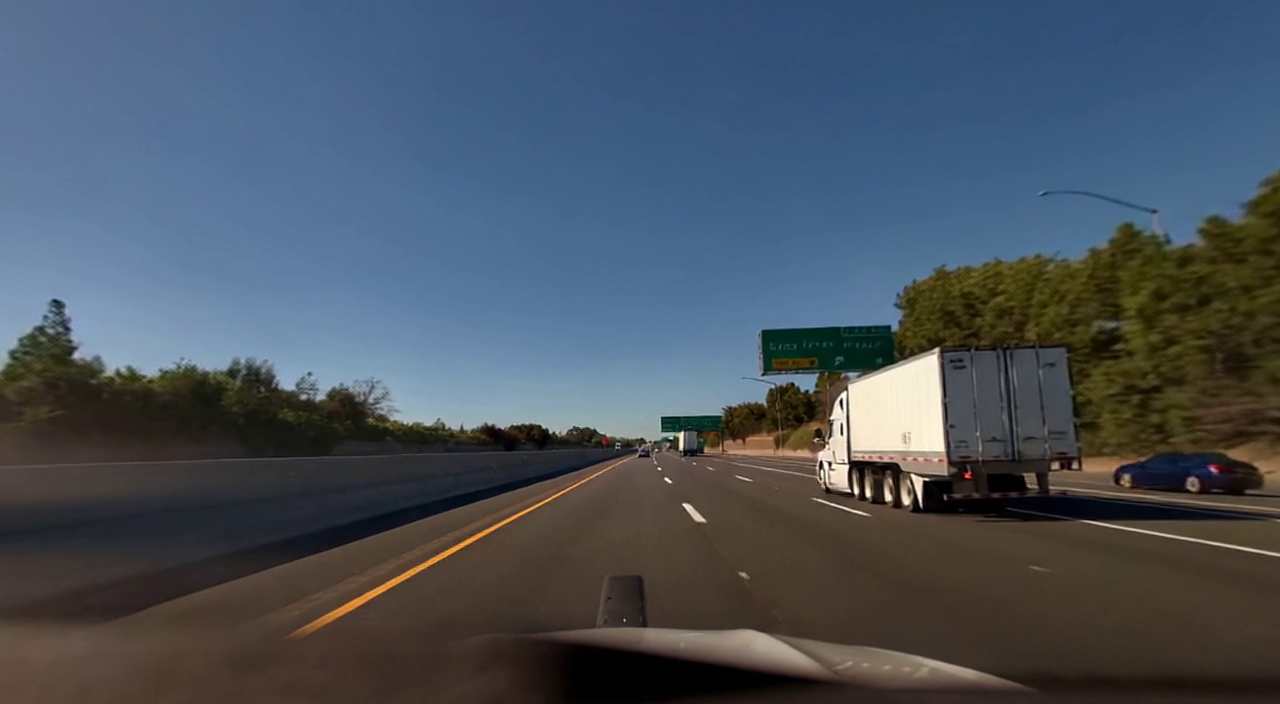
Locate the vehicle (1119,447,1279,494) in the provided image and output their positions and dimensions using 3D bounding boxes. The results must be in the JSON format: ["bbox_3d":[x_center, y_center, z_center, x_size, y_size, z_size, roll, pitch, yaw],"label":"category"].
[{"bbox_3d":[19.200,4.050,21.899,1.785,1.437,4.102,0,-9,-1],"label":"vehicle"}]

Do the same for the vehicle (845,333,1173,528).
[{"bbox_3d":[7.249,1.839,14.116,2.690,3.197,7.515,0,-9,0],"label":"vehicle"}]
